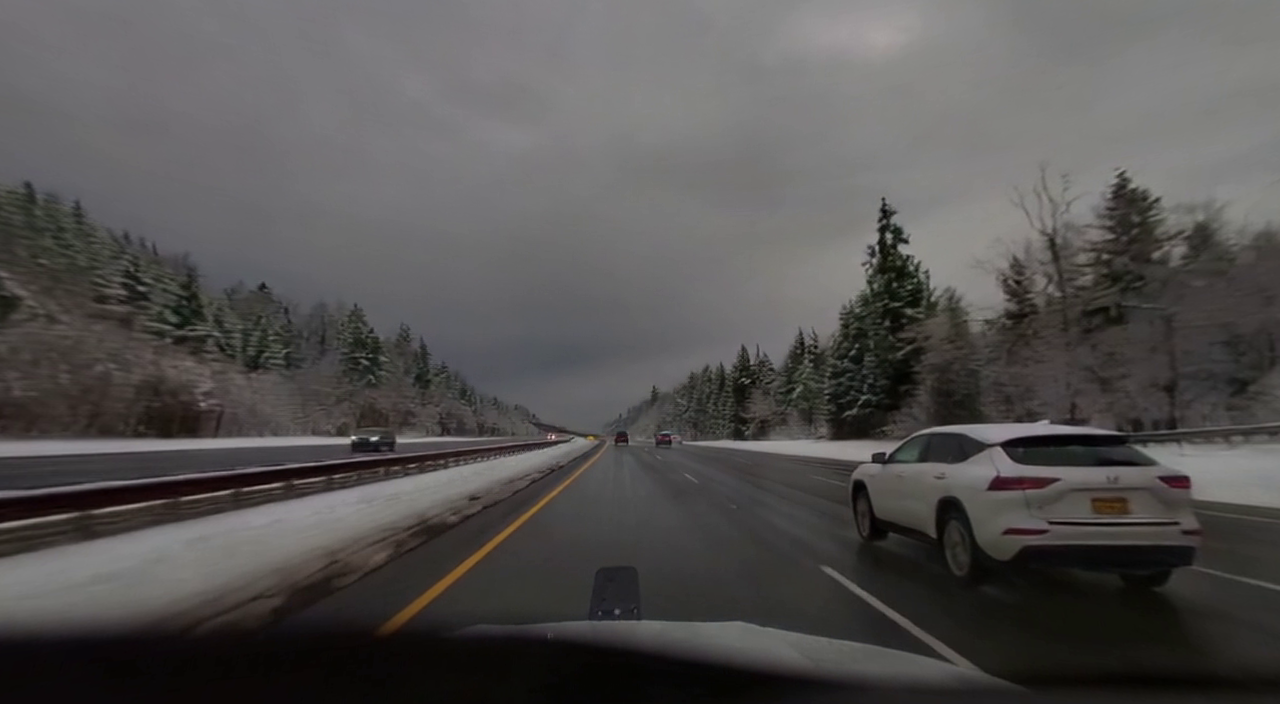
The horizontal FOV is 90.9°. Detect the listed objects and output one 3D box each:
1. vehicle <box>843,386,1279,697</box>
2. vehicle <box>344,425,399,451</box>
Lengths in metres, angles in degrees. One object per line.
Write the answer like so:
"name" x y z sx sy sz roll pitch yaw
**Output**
"vehicle" 3.350 1.218 5.199 2.002 1.569 3.845 0 -8 -1
"vehicle" -16.930 5.464 39.941 1.799 1.545 3.977 0 -8 -1
